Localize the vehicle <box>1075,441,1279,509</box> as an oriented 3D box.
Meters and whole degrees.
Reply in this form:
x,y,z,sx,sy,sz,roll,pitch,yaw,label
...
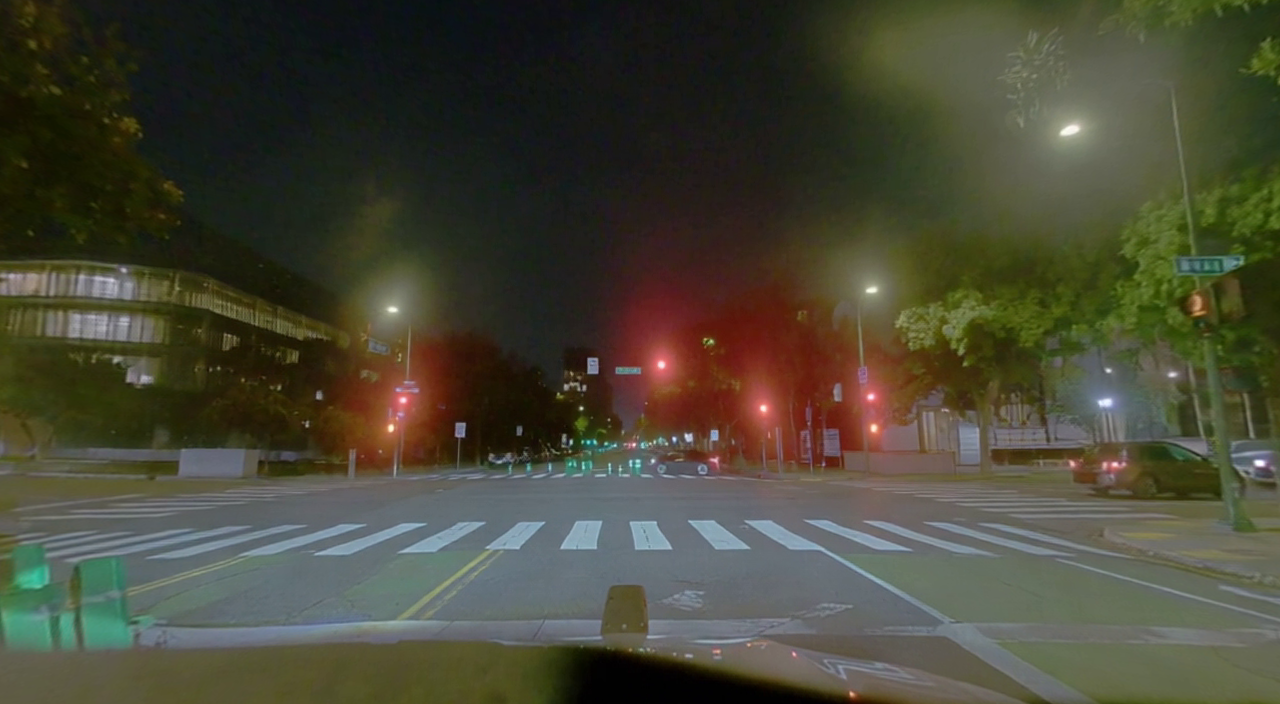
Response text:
x,y,z,sx,sy,sz,roll,pitch,yaw,label
13.005,2.795,14.565,4.424,1.436,1.804,-1,-9,6,vehicle

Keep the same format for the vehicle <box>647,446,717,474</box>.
x,y,z,sx,sy,sz,roll,pitch,yaw,label
2.449,6.401,37.638,1.972,1.522,4.368,5,-10,-32,vehicle
